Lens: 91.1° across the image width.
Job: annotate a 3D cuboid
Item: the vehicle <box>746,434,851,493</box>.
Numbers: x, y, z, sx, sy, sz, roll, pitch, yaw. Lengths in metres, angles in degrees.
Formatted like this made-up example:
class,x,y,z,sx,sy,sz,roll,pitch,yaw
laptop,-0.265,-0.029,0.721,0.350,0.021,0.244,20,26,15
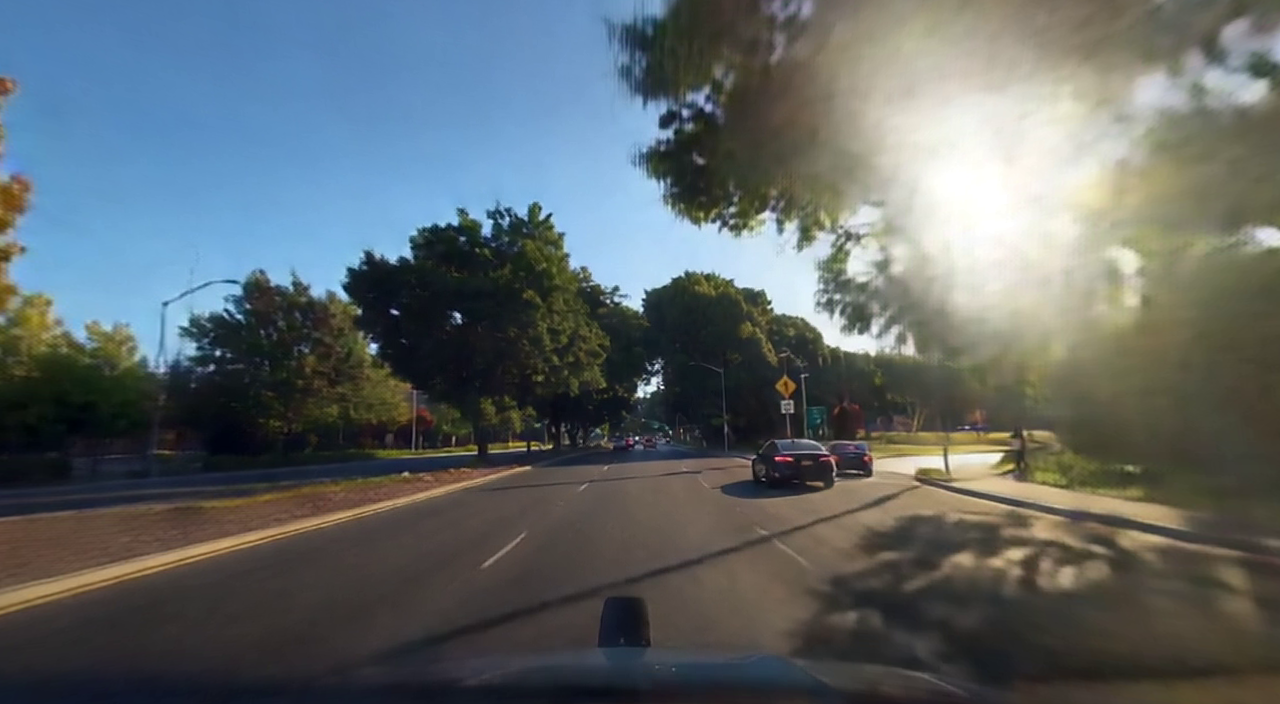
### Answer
class,x,y,z,sx,sy,sz,roll,pitch,yaw
vehicle,4.530,3.256,18.649,1.913,1.516,4.322,0,-9,-1
